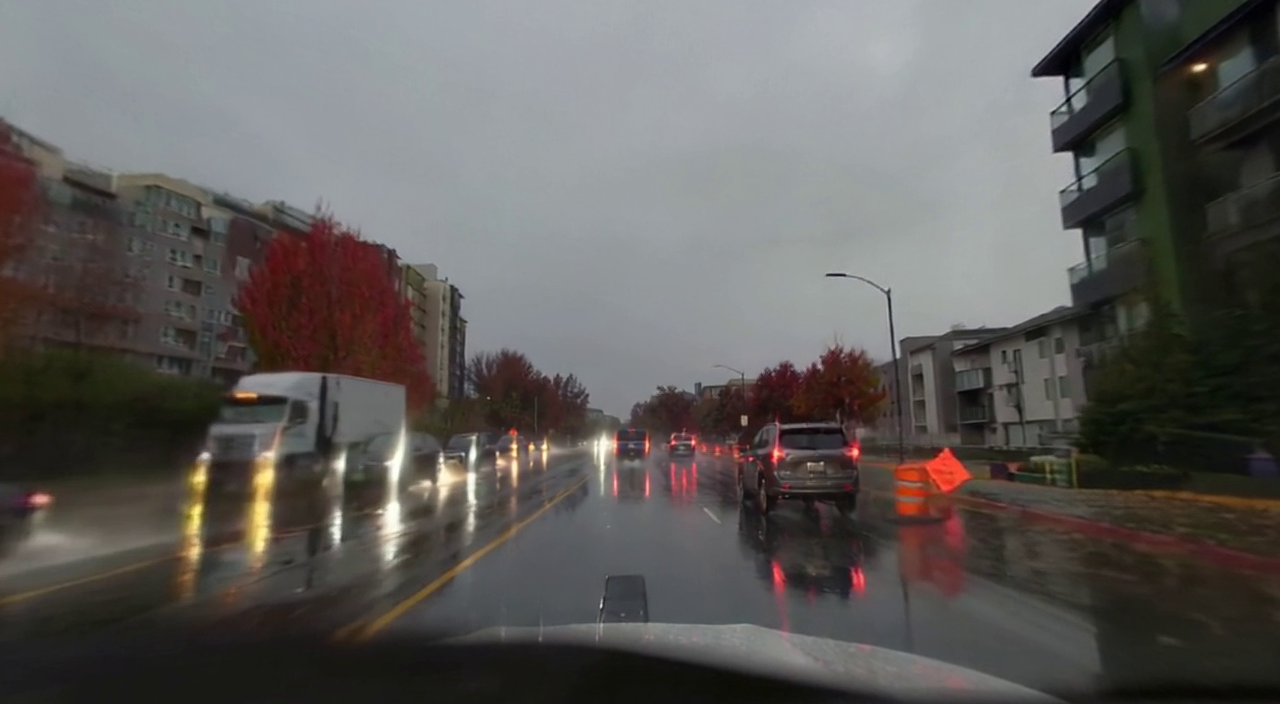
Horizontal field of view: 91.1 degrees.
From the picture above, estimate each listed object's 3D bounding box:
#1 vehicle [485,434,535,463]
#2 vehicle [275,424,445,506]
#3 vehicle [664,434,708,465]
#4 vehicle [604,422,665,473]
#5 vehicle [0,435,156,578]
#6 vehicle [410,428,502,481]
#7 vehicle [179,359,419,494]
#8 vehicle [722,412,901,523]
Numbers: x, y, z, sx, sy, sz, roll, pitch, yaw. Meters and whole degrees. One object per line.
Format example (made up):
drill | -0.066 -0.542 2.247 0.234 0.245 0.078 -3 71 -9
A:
vehicle | -9.241 6.925 45.024 2.192 1.923 4.970 -1 -8 4
vehicle | -7.300 2.968 17.123 2.437 1.820 4.827 -2 -8 0
vehicle | 2.804 6.151 39.739 2.187 1.835 5.471 0 -8 -2
vehicle | -0.343 4.843 31.965 2.762 2.309 6.723 0 -8 -2
vehicle | -7.669 1.580 6.302 1.881 1.485 4.522 0 -8 2
vehicle | -7.616 4.301 26.717 2.296 1.911 5.688 -2 -8 -1
vehicle | -11.155 2.750 22.265 2.988 3.755 9.456 0 -8 1
vehicle | 3.224 2.328 13.263 2.120 1.828 5.531 0 -8 -1
